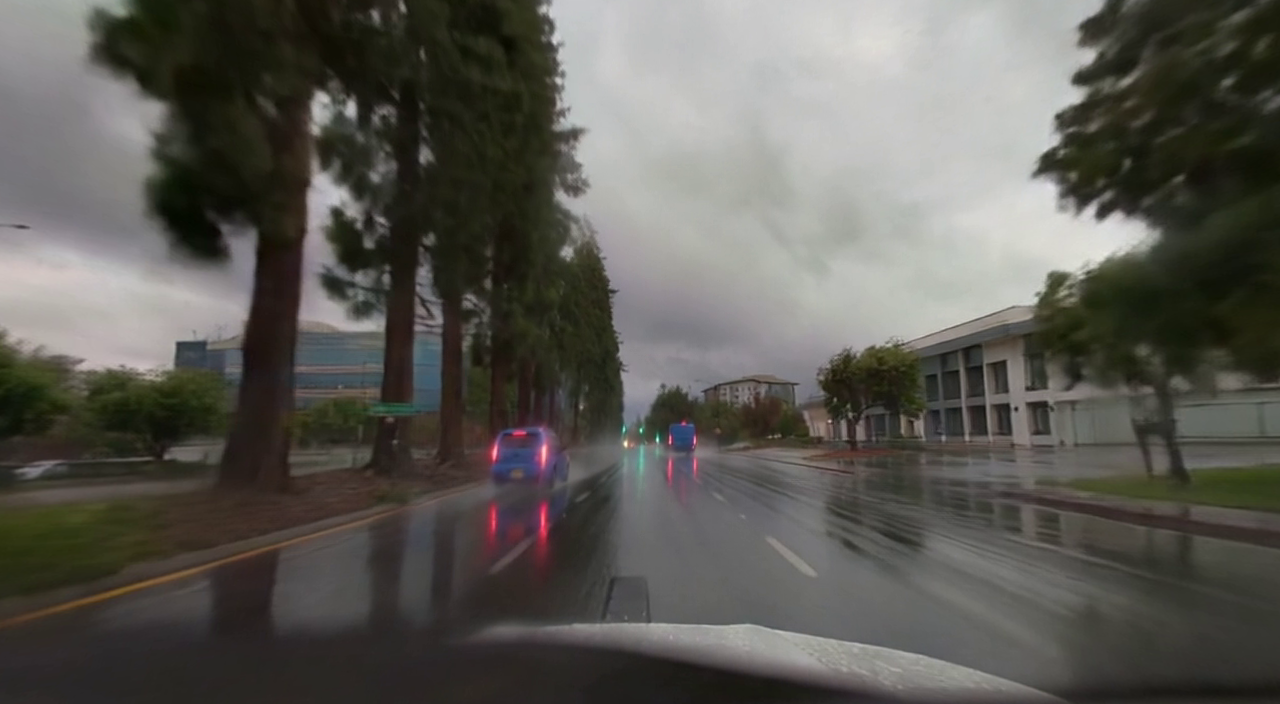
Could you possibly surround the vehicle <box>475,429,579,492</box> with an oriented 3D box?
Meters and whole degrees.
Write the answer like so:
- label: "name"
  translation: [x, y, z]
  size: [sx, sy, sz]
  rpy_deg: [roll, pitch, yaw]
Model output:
- label: "vehicle"
  translation: [-3.130, 3.112, 18.525]
  size: [2.129, 1.602, 4.532]
  rpy_deg: [0, -8, 1]
